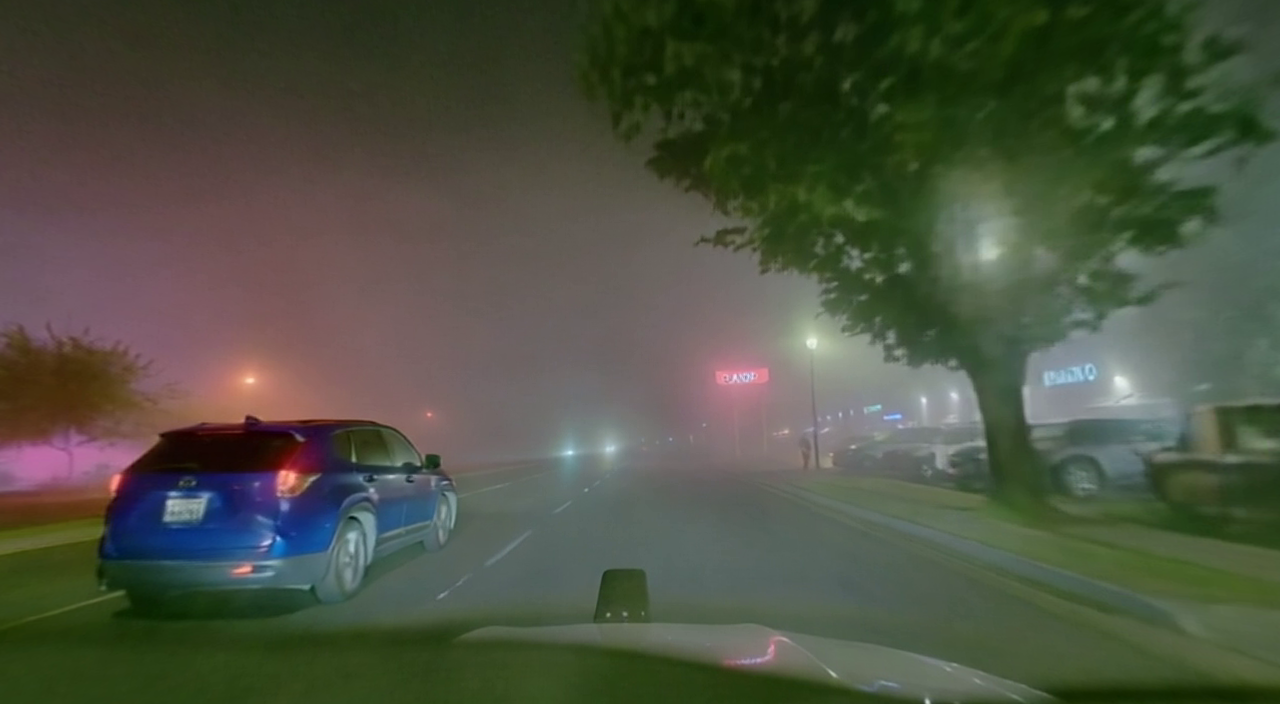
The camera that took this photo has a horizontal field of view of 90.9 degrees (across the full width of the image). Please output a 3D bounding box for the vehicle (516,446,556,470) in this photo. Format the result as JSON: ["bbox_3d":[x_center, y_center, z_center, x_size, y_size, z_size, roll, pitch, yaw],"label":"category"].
[{"bbox_3d":[-7.093,7.288,43.562,1.990,1.483,4.410,0,-8,0],"label":"vehicle"}]

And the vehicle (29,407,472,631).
[{"bbox_3d":[-3.468,1.553,6.838,2.127,1.654,4.121,0,-8,0],"label":"vehicle"}]

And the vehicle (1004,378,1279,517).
[{"bbox_3d":[9.091,1.489,10.238,4.953,1.853,2.245,-7,-9,18],"label":"vehicle"}]
